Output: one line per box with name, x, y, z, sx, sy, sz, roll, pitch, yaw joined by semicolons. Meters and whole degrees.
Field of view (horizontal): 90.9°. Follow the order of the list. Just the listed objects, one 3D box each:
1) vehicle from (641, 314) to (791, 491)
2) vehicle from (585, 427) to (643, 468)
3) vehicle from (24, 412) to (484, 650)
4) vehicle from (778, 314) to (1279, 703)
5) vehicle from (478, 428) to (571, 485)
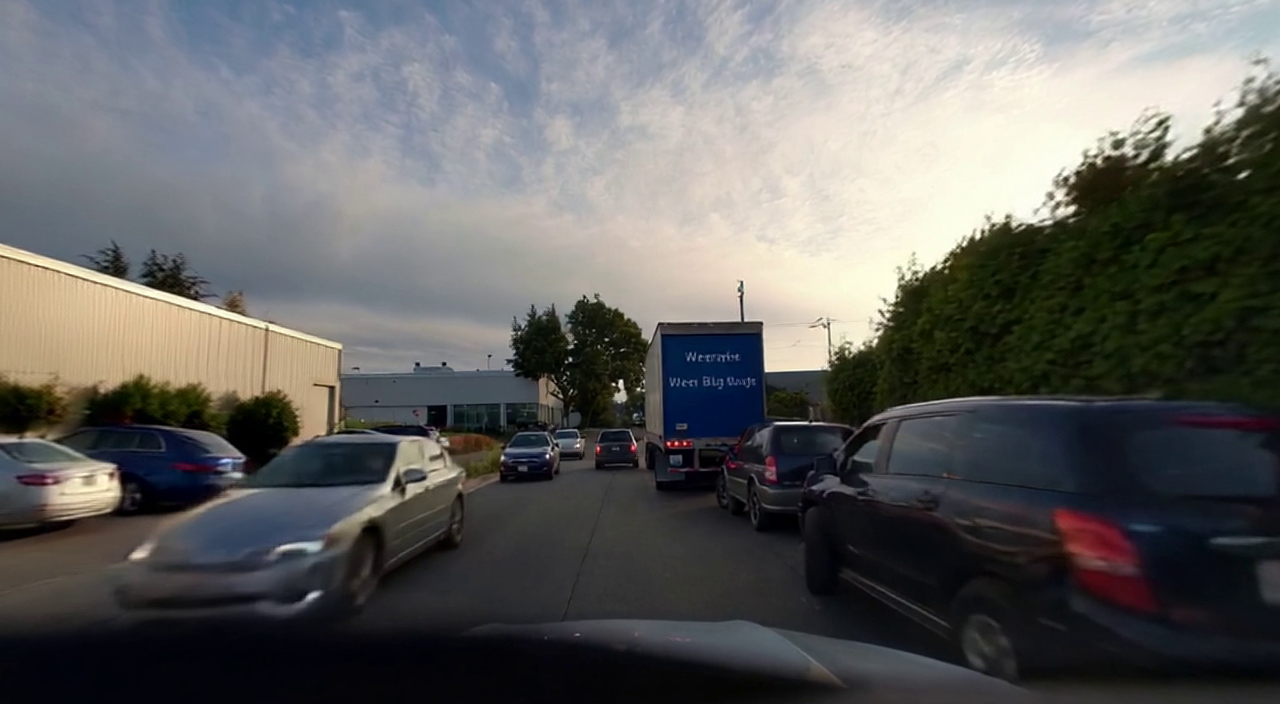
vehicle;1.760;2.124;21.888;2.865;4.113;14.471;0;-8;-2
vehicle;-0.972;3.818;25.306;2.160;1.498;3.909;0;-8;0
vehicle;-2.942;1.408;6.064;1.989;1.481;4.008;0;-8;-2
vehicle;2.398;0.999;4.049;1.875;1.674;4.231;0;-8;-3
vehicle;-3.331;3.097;19.070;2.033;1.508;4.298;0;-8;-1
